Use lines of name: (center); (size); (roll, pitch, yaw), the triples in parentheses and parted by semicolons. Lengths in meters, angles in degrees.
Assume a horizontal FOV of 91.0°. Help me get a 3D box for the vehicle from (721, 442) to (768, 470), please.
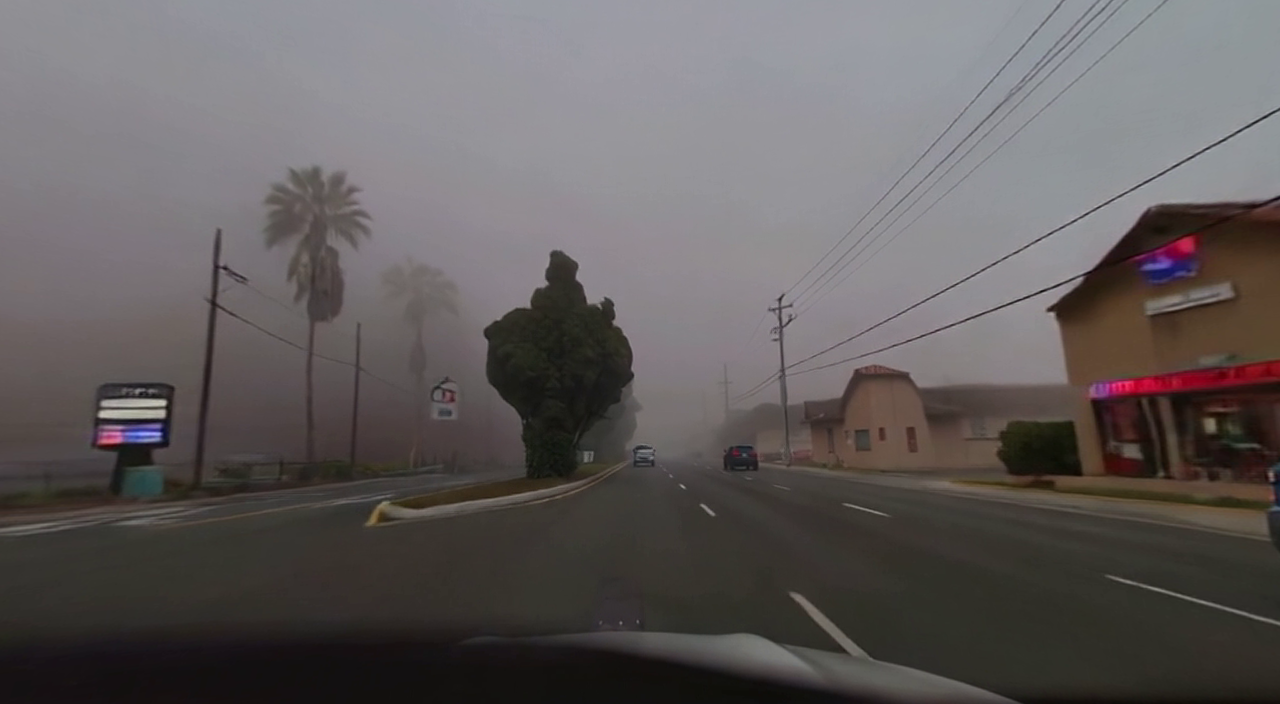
vehicle: (6.753, 6.815, 41.325); (2.252, 1.718, 4.617); (0, -9, 0)

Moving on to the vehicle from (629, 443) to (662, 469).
vehicle: (0.333, 7.039, 42.721); (2.138, 1.702, 4.168); (0, -9, 0)
